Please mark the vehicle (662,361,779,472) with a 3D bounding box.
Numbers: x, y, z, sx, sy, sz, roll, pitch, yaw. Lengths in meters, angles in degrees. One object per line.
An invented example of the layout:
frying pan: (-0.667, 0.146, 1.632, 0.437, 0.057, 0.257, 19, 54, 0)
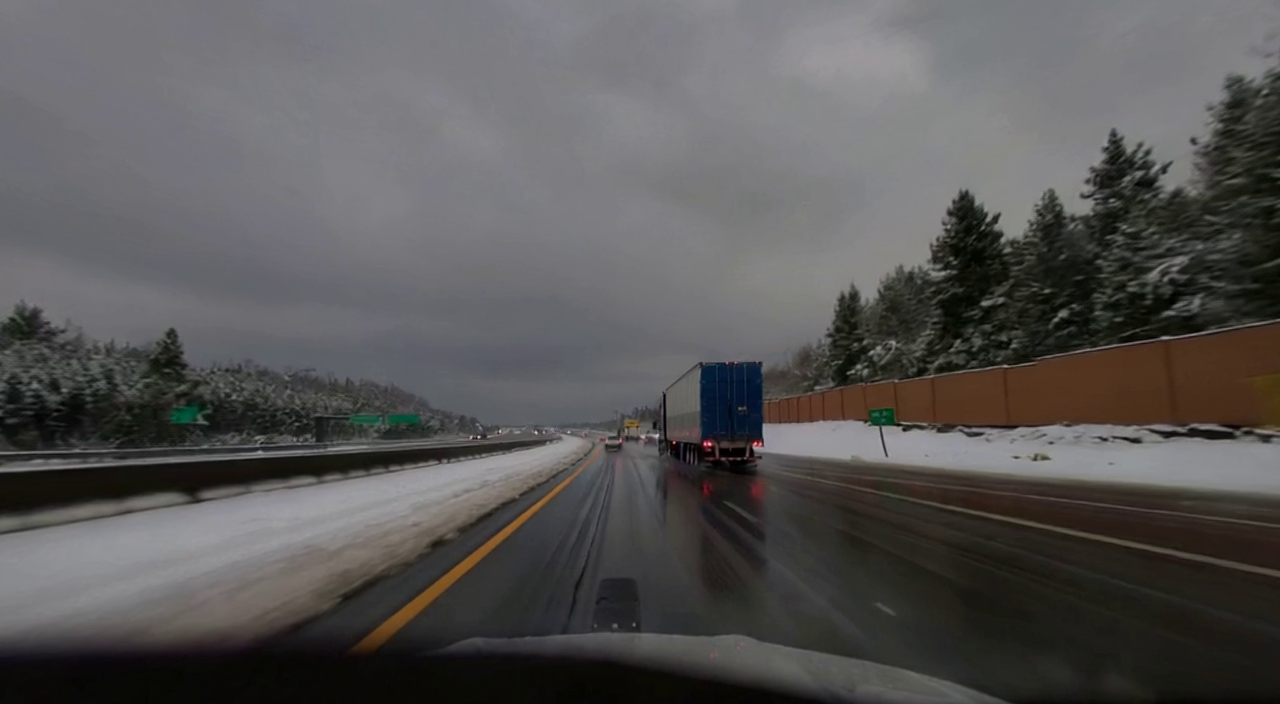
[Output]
vehicle: (3.163, 3.246, 30.087, 2.965, 4.033, 14.299, 0, -7, -3)
